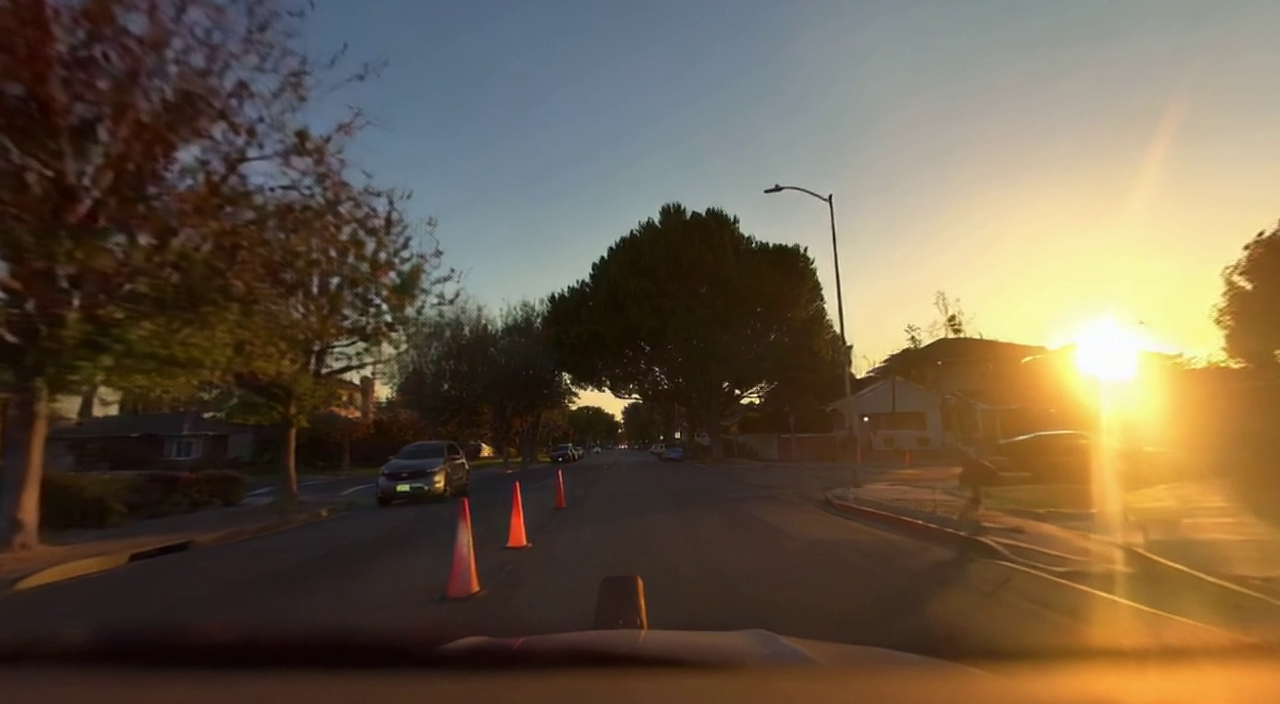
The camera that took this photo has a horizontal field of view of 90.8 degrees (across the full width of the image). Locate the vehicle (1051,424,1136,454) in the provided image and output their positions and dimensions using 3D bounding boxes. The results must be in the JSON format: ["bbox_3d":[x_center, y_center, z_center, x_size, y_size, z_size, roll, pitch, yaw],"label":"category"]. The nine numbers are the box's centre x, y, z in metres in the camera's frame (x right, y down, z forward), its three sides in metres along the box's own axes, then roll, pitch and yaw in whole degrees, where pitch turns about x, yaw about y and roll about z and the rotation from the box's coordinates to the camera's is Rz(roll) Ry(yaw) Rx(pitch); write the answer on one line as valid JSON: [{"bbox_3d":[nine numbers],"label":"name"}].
[{"bbox_3d":[29.966,5.714,41.936,1.923,1.805,4.876,-2,-6,-1],"label":"vehicle"}]

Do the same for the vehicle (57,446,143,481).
[{"bbox_3d":[-35.933,7.389,42.181,1.821,1.691,4.510,-1,-3,0],"label":"vehicle"}]

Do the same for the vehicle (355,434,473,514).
[{"bbox_3d":[-6.076,3.247,17.580,2.087,1.835,4.445,-1,-7,-6],"label":"vehicle"}]
